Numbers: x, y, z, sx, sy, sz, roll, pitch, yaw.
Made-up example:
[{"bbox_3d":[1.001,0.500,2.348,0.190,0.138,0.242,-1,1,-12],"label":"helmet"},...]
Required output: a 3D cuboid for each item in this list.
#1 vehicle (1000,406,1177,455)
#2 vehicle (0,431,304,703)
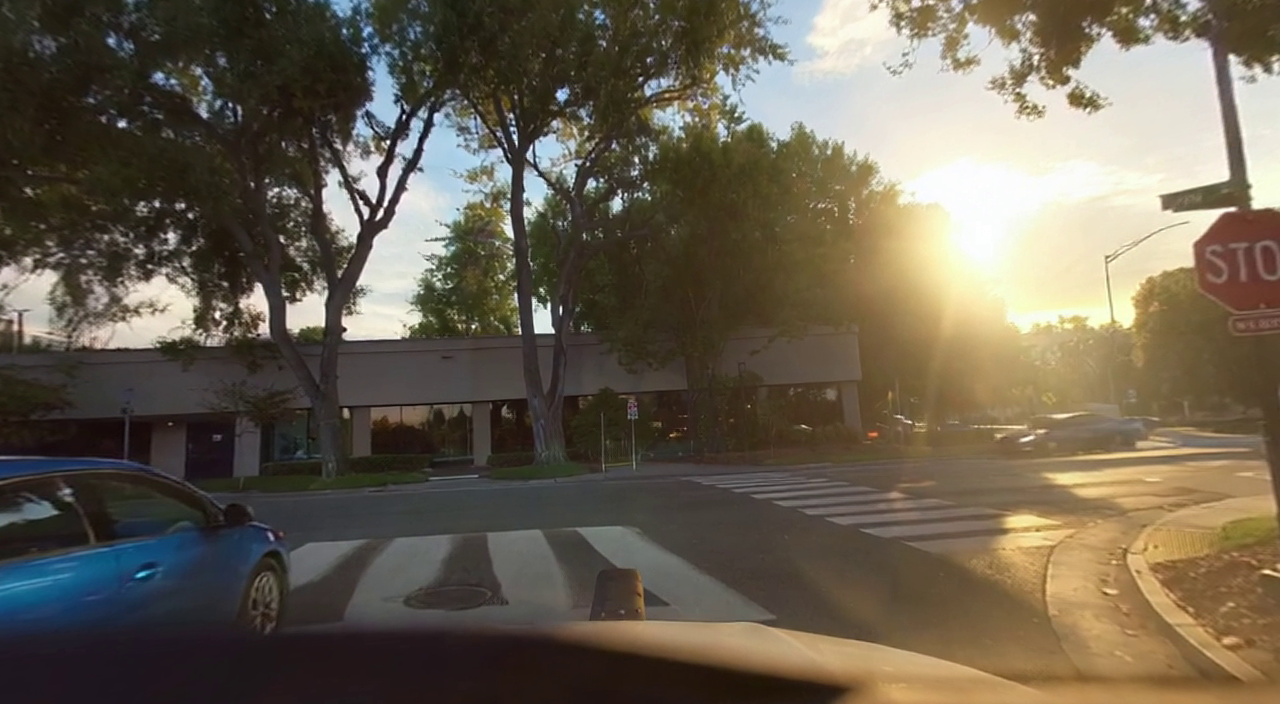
[{"bbox_3d":[15.027,2.664,21.294,4.788,1.548,1.965,1,-9,-11],"label":"vehicle"},{"bbox_3d":[-3.303,1.044,2.486,2.069,1.413,5.006,1,-9,-11],"label":"vehicle"}]
